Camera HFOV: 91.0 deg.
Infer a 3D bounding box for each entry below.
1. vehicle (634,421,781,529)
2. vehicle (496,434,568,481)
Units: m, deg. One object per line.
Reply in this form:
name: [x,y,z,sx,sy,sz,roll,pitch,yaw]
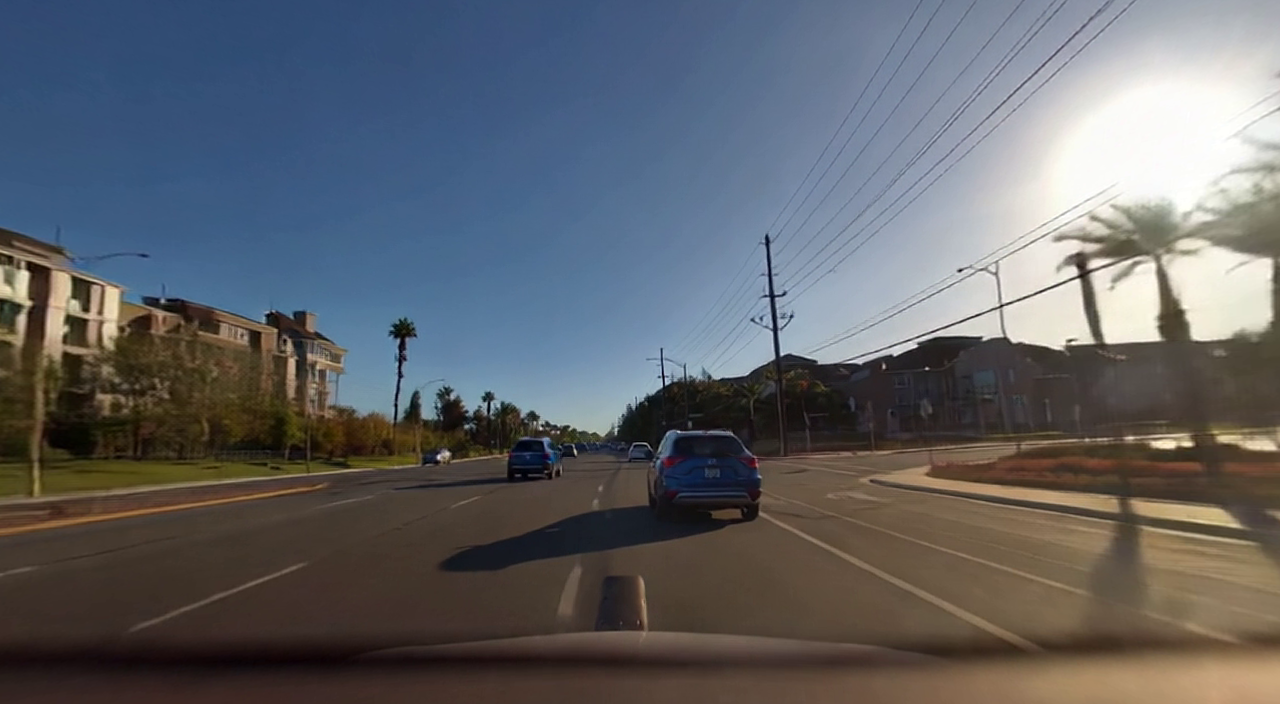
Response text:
vehicle: [1.076,2.312,12.346,2.198,1.706,4.166,0,-9,-3]
vehicle: [-4.472,4.463,26.839,2.169,1.796,4.821,0,-9,1]
